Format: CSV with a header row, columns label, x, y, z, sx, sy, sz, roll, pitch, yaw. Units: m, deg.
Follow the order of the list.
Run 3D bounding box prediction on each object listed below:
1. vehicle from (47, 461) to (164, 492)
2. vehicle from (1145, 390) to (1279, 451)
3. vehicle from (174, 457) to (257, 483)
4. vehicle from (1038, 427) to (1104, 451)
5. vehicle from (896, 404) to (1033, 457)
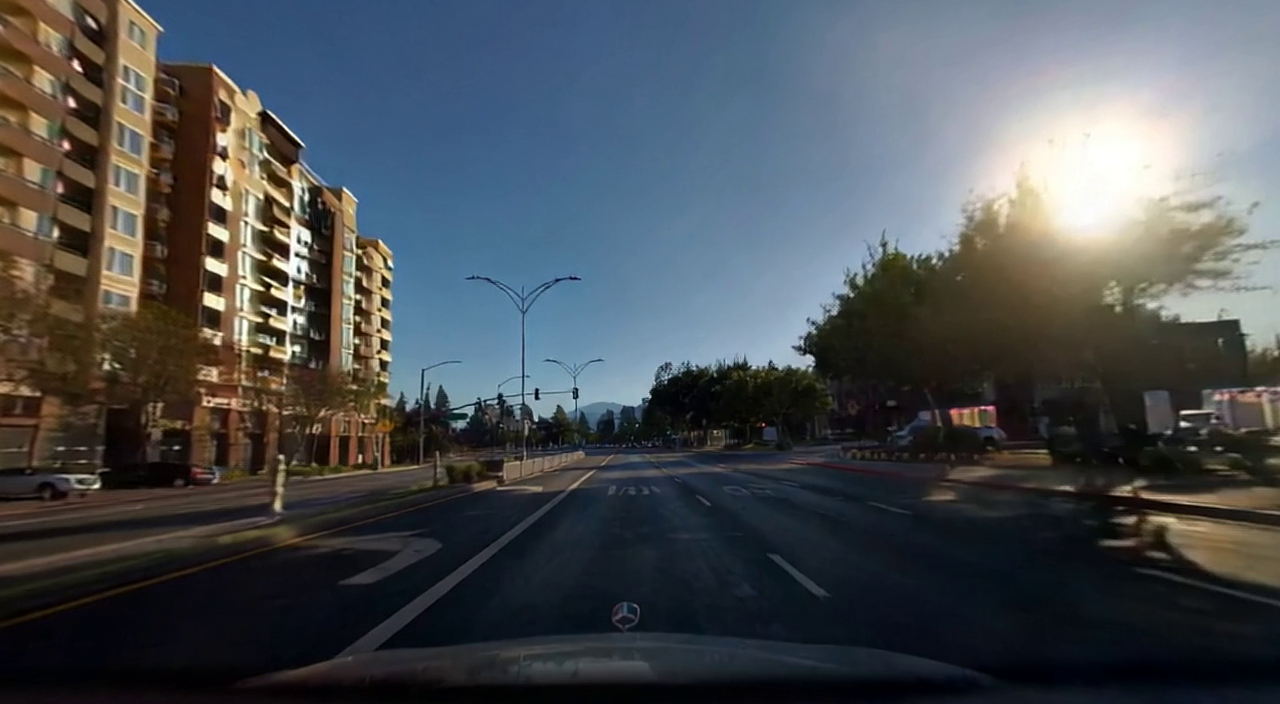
label,x,y,z,sx,sy,sz,roll,pitch,yaw
vehicle,-30.484,7.105,36.168,4.821,1.605,2.028,0,-9,0
vehicle,32.992,4.071,35.956,2.670,3.093,7.117,-1,-9,3
vehicle,-29.779,8.273,44.409,4.382,1.659,1.917,0,-9,-1
vehicle,33.183,6.756,48.778,1.939,1.670,4.169,-1,-10,-3
vehicle,20.947,5.112,41.100,7.305,3.266,2.842,0,-9,-3
